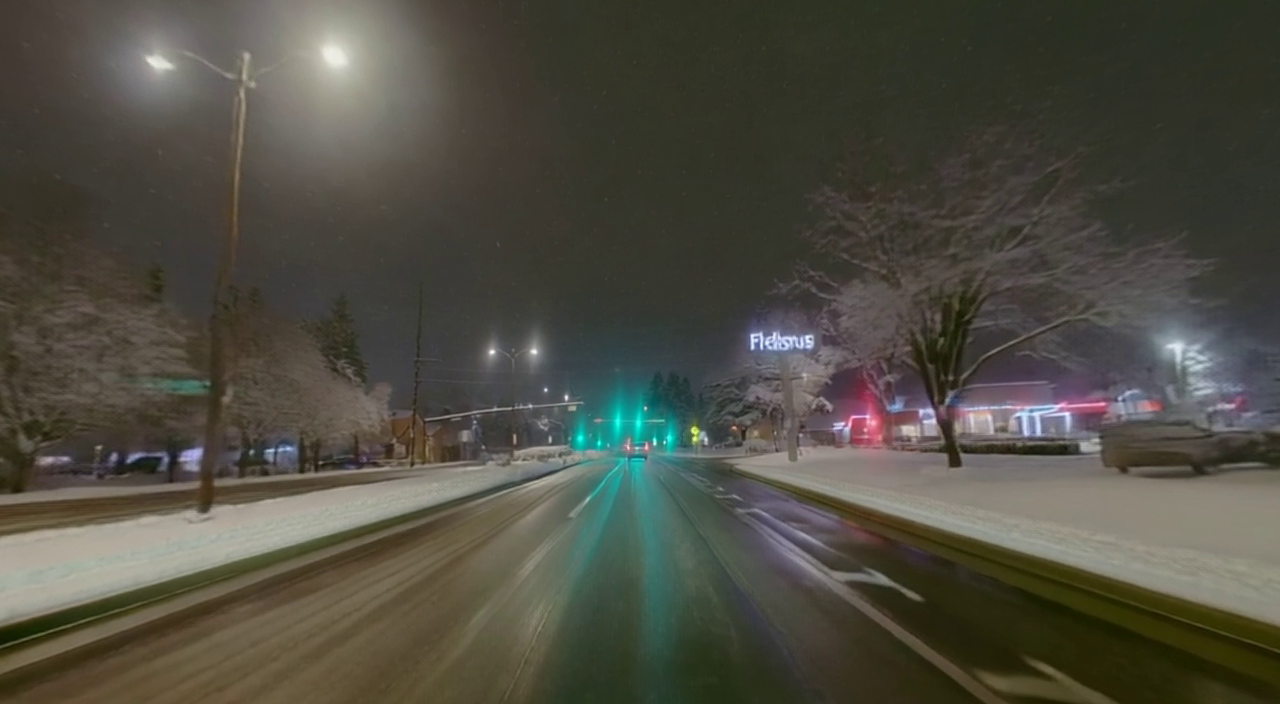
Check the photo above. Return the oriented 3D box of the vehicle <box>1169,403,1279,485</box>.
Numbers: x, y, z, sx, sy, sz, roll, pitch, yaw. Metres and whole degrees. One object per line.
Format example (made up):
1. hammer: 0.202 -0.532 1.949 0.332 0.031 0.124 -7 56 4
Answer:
1. vehicle: 13.793 1.866 12.911 4.310 1.488 2.003 1 -9 -6
